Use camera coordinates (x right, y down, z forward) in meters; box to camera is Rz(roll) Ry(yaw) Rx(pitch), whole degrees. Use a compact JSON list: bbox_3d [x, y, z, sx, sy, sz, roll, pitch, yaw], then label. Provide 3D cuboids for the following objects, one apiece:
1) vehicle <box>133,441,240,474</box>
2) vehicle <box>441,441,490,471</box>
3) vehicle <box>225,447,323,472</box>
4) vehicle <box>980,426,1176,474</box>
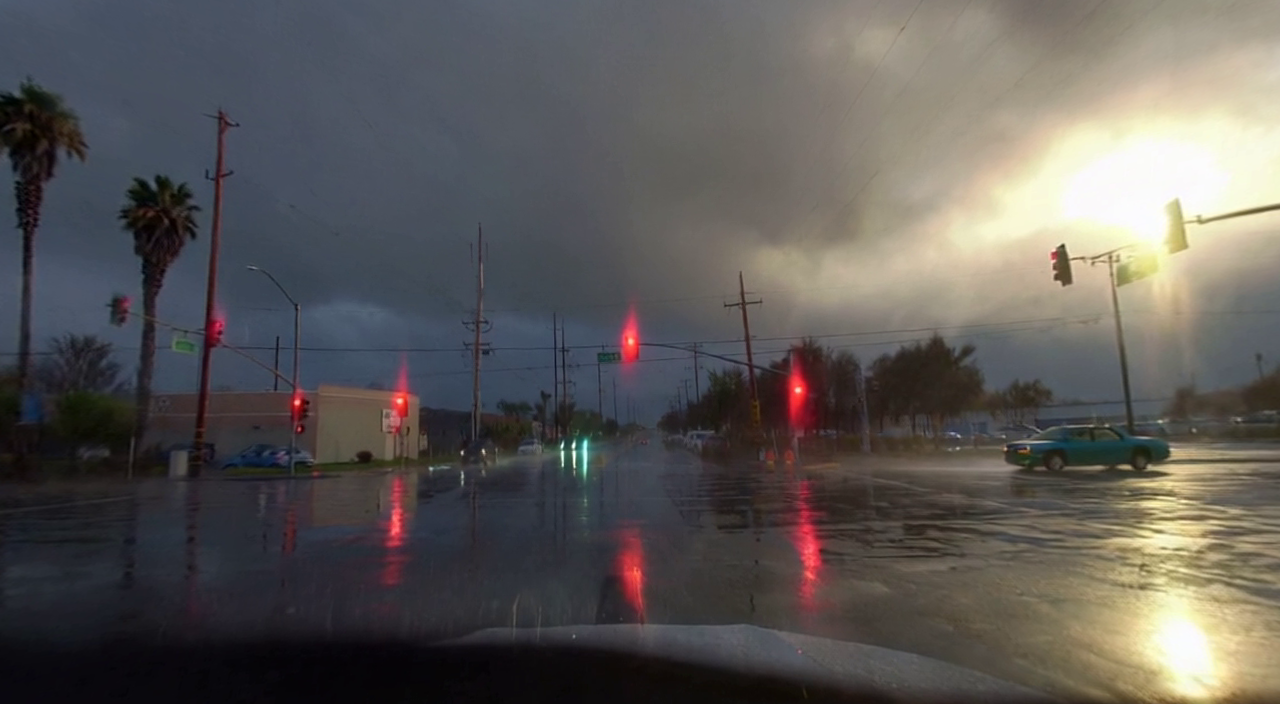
[{"bbox_3d":[-25.904,6.048,36.214,4.613,1.820,2.021,-1,-8,4],"label":"vehicle"},{"bbox_3d":[-11.942,7.112,43.539,2.016,1.717,4.287,0,-6,1],"label":"vehicle"},{"bbox_3d":[-22.290,6.552,38.610,4.849,1.444,1.881,-1,-8,1],"label":"vehicle"},{"bbox_3d":[14.331,3.251,20.962,4.918,1.479,1.897,-1,-8,7],"label":"vehicle"}]
